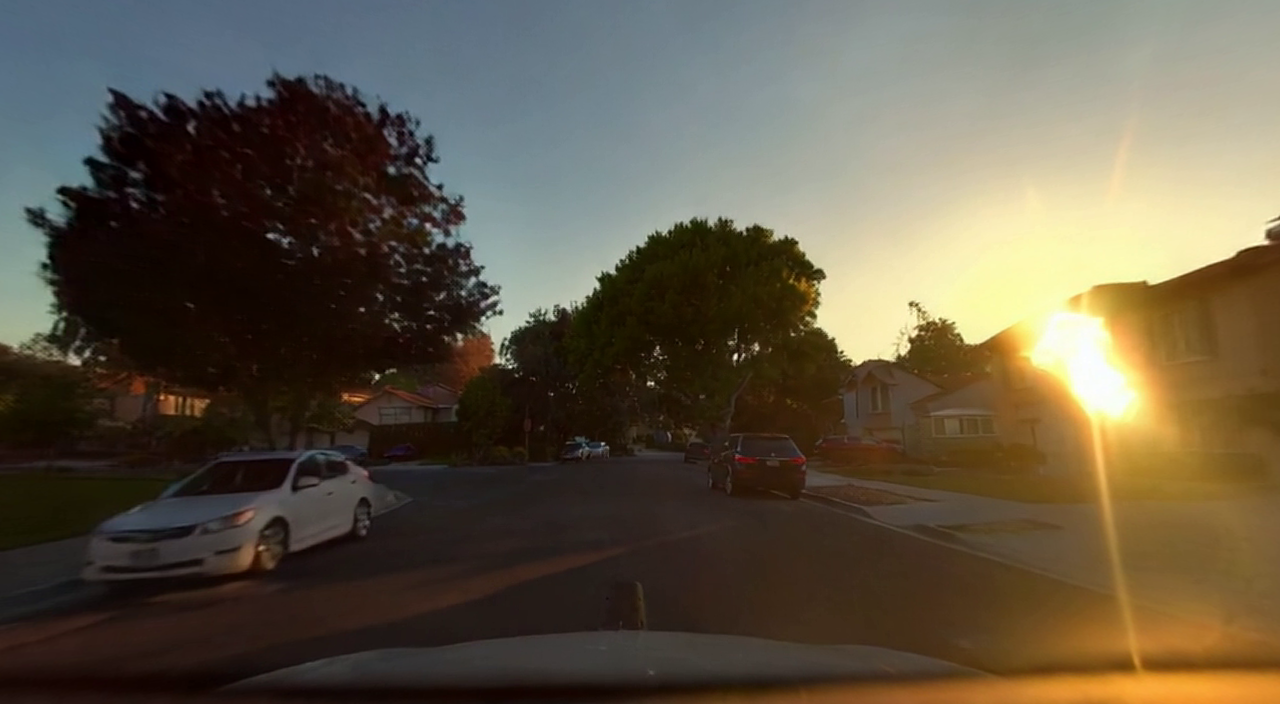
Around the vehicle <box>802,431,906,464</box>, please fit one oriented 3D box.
[{"bbox_3d":[11.247,5.055,33.409,4.781,1.700,1.914,1,-9,-4],"label":"vehicle"}]

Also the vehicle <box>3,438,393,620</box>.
[{"bbox_3d":[-4.788,1.866,7.934,1.981,1.463,4.631,0,-7,-6],"label":"vehicle"}]

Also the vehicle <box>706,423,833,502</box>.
[{"bbox_3d":[3.270,2.937,17.157,2.228,1.813,4.901,0,-9,-2],"label":"vehicle"}]

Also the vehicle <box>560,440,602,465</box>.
[{"bbox_3d":[-4.586,7.837,49.517,2.041,1.762,4.508,-3,-8,11],"label":"vehicle"}]
